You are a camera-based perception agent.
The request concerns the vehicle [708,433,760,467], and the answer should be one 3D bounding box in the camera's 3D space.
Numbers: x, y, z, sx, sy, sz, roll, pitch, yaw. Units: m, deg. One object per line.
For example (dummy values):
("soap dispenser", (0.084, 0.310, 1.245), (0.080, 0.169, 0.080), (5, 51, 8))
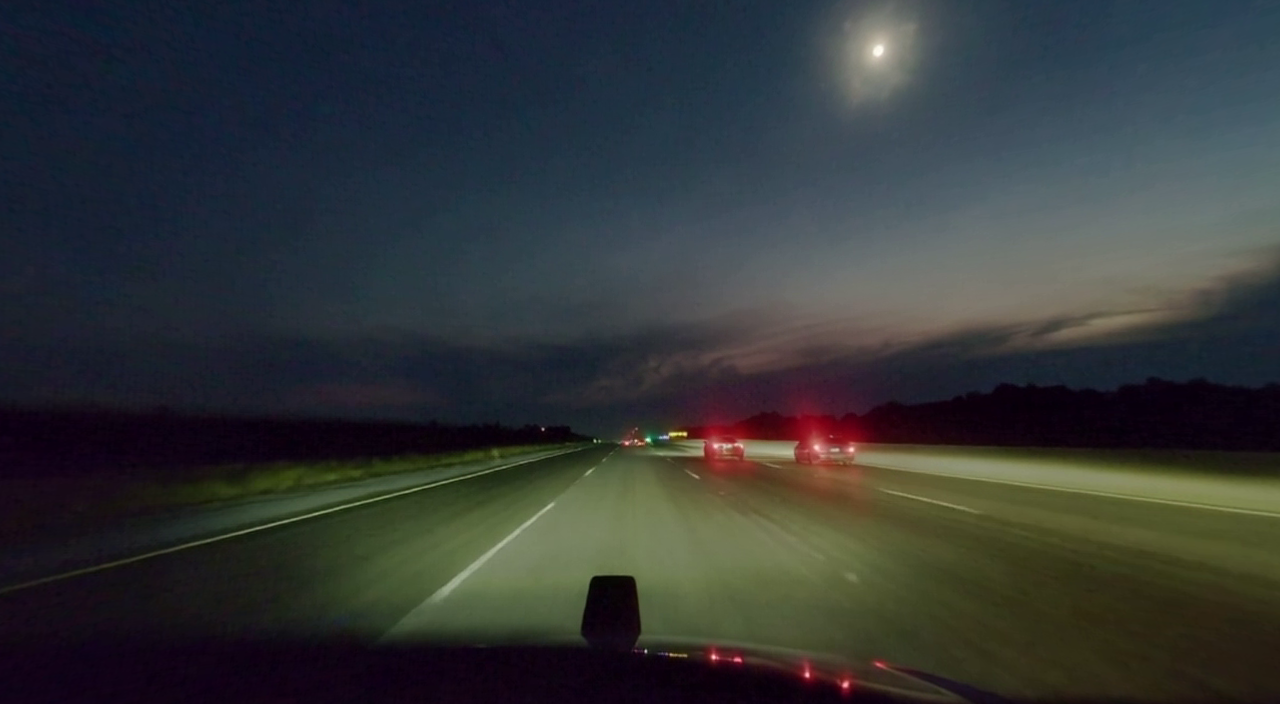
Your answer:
("vehicle", (4.392, 4.613, 29.934), (1.802, 1.492, 3.804), (0, -8, -1))
